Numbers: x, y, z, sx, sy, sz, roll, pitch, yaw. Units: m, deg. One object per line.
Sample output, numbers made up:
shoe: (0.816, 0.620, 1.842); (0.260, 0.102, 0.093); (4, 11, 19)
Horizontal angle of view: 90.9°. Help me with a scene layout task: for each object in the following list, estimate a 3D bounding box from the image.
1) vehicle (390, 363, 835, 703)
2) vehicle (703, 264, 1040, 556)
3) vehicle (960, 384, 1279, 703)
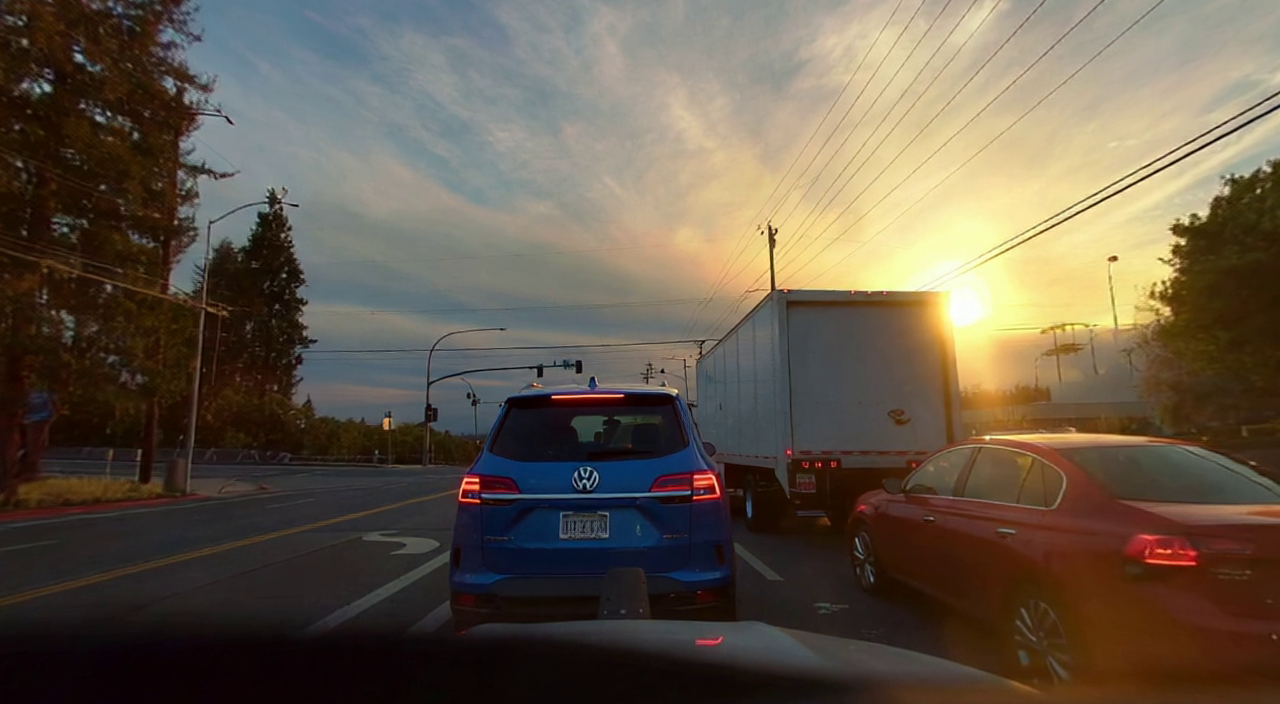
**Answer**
vehicle: (-0.126, 1.229, 5.199); (2.114, 1.732, 4.230); (0, -8, 0)
vehicle: (3.219, 1.292, 12.095); (2.915, 3.559, 8.848); (0, -8, -1)
vehicle: (2.829, 0.746, 1.195); (1.971, 1.484, 4.728); (0, -8, 0)
